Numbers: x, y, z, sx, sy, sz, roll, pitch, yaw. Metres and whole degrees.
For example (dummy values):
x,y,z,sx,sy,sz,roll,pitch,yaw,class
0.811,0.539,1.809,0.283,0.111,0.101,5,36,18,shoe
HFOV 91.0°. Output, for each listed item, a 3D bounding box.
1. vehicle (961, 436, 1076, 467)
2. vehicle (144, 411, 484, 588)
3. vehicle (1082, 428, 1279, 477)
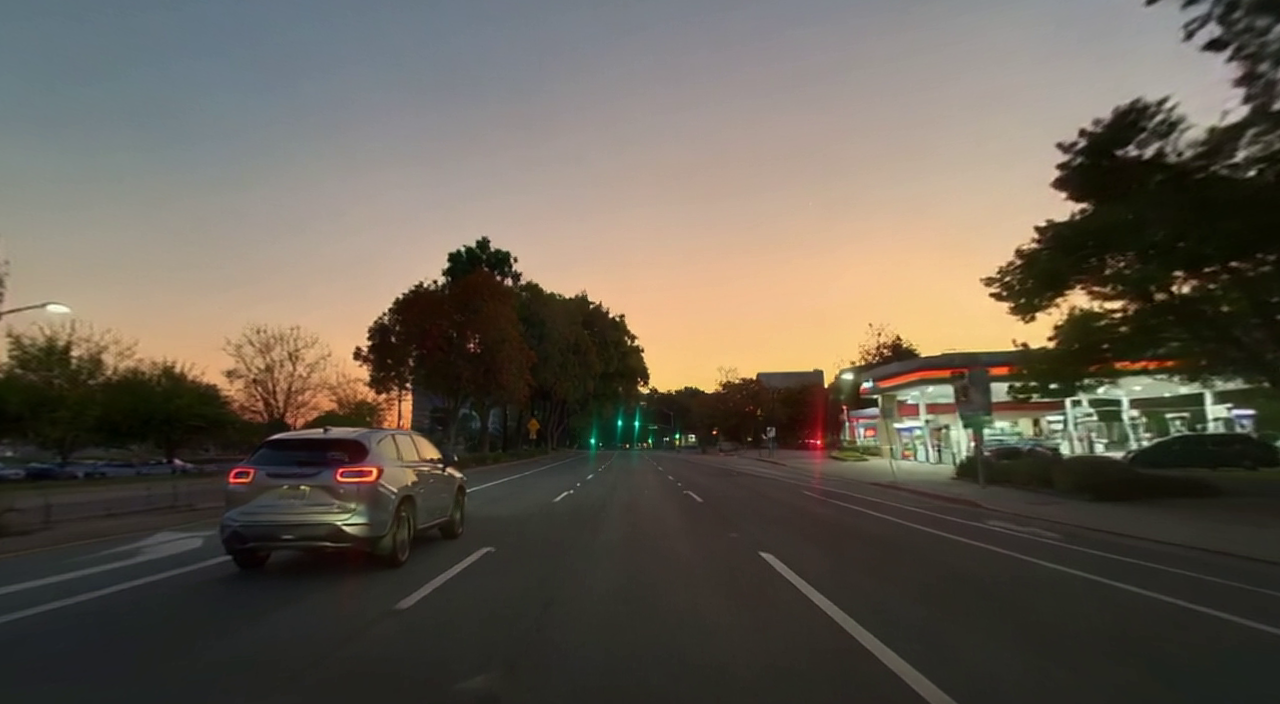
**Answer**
x,y,z,sx,sy,sz,roll,pitch,yaw,class
18.458,4.882,30.836,4.398,1.457,1.806,0,-9,1,vehicle
-3.676,1.751,8.375,2.039,1.656,4.710,0,-9,-1,vehicle
17.543,3.268,20.529,4.671,1.466,1.937,0,-9,5,vehicle
